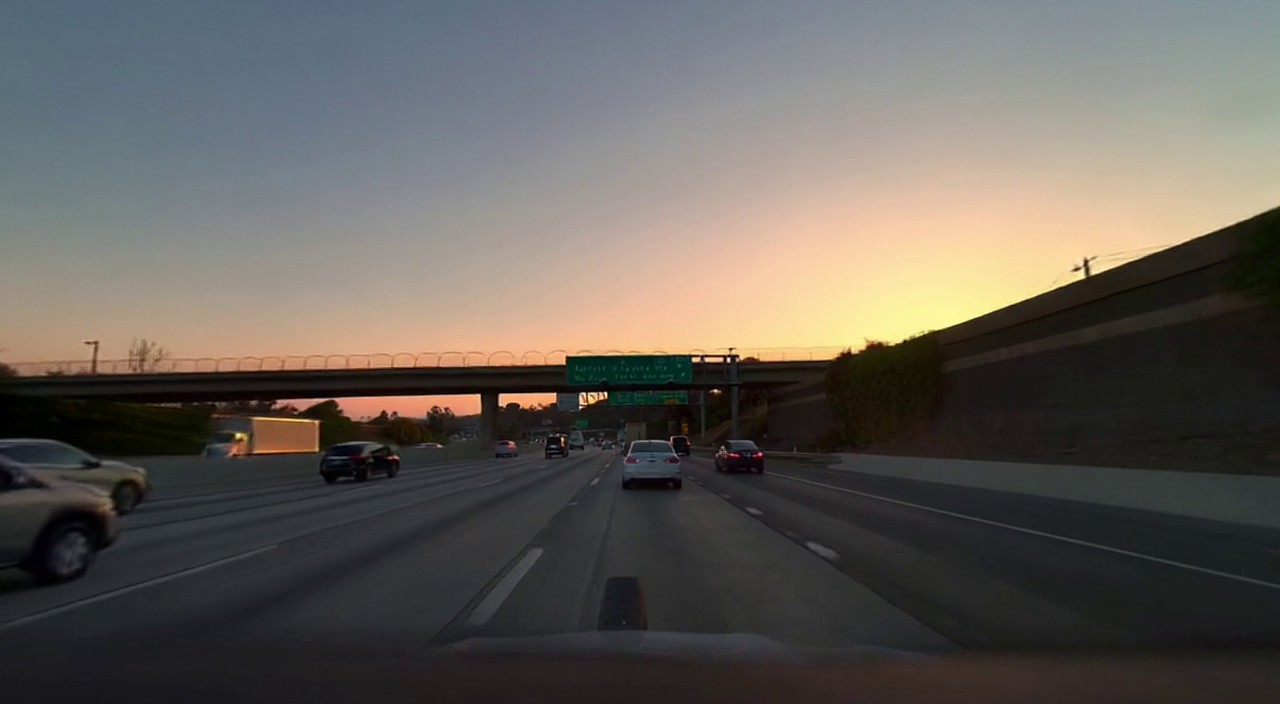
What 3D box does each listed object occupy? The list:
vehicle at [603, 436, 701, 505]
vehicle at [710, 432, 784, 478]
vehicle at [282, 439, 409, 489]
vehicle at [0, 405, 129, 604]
[{"bbox_3d":[0.197,2.815,15.463,2.042,1.446,4.269,0,-8,-1],"label":"vehicle"},{"bbox_3d":[4.251,4.161,25.743,2.100,1.707,4.342,0,-8,-2],"label":"vehicle"},{"bbox_3d":[-10.058,3.847,22.053,2.019,1.510,4.992,0,-8,0],"label":"vehicle"},{"bbox_3d":[-6.436,1.170,4.477,2.060,1.669,4.242,0,-8,-1],"label":"vehicle"}]
